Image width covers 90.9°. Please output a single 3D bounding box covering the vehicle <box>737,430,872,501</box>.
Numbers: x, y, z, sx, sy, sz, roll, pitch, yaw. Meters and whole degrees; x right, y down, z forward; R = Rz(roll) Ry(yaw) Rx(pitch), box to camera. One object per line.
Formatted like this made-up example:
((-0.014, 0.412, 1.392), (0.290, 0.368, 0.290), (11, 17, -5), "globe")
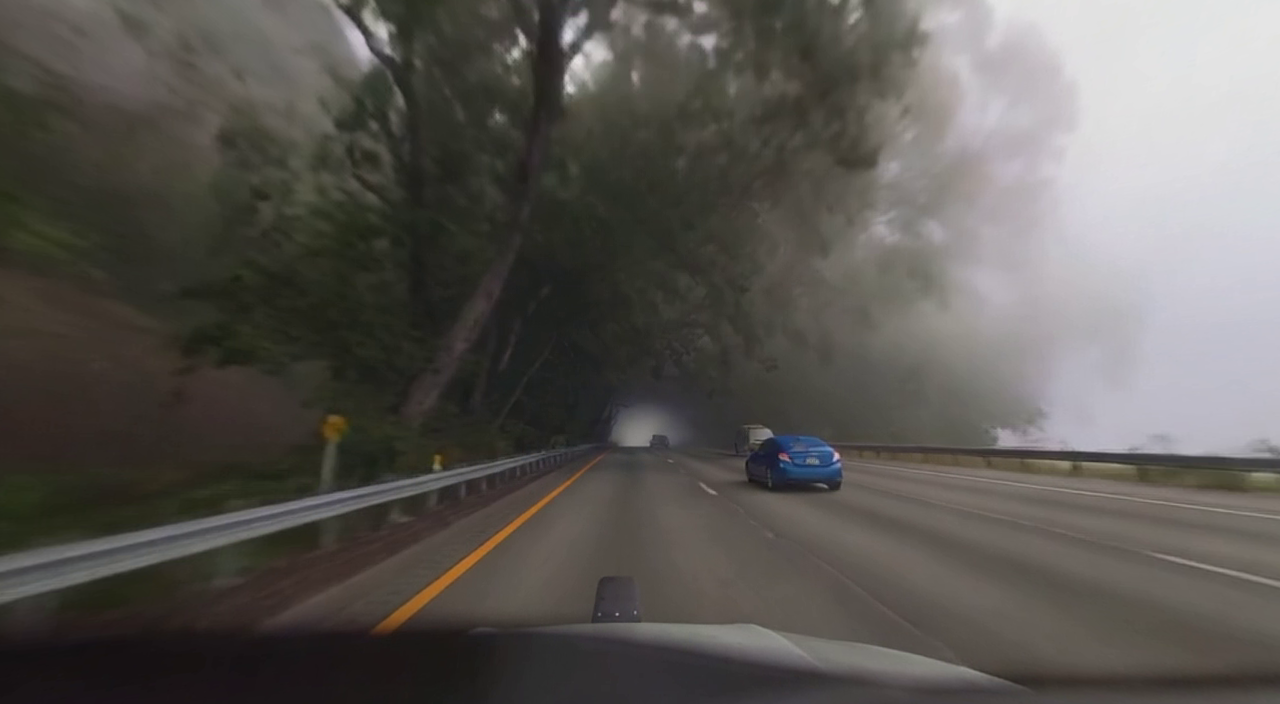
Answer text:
((3.842, 2.712, 15.647), (2.017, 1.502, 4.369), (0, -8, -2), "vehicle")
